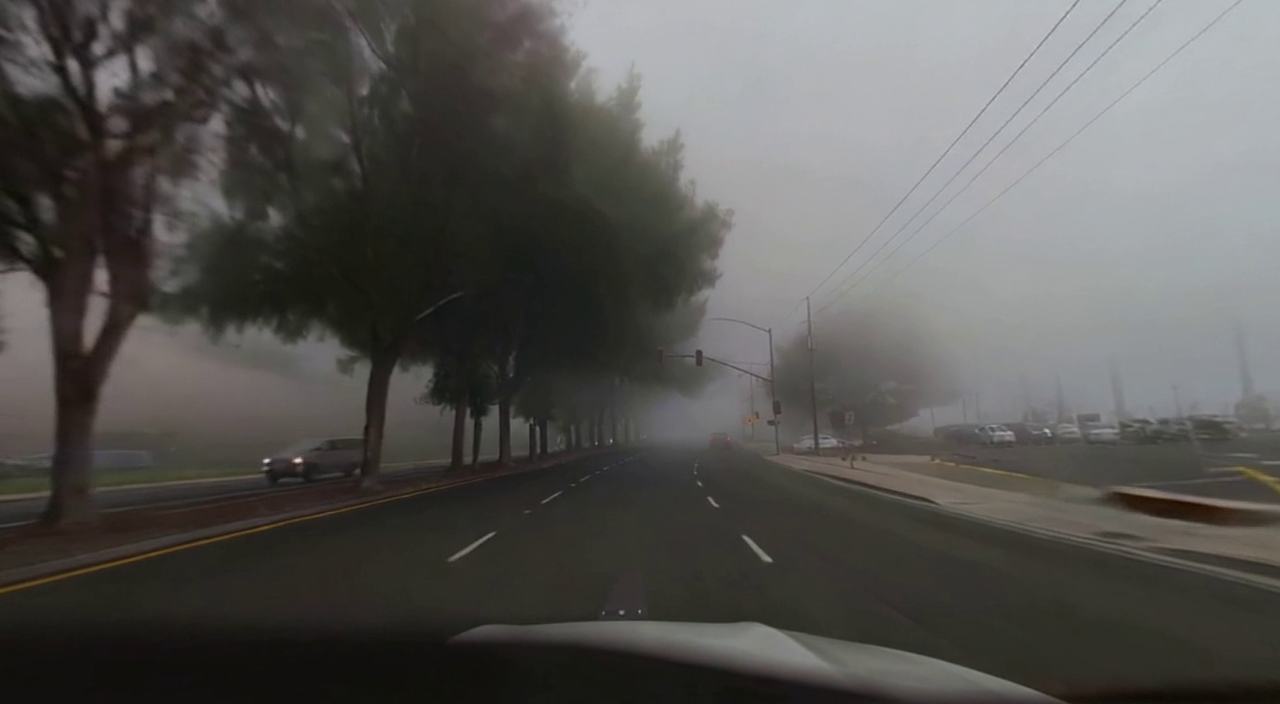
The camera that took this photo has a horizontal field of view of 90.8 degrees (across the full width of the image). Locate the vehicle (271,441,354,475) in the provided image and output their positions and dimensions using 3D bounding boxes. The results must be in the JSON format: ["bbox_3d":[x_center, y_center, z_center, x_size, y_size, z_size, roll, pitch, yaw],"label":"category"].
[{"bbox_3d":[-17.822,5.792,34.654,1.970,1.696,4.410,-1,-9,4],"label":"vehicle"}]

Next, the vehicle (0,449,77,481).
[{"bbox_3d":[-30.908,5.555,31.179,1.884,1.490,4.627,0,-9,1],"label":"vehicle"}]
